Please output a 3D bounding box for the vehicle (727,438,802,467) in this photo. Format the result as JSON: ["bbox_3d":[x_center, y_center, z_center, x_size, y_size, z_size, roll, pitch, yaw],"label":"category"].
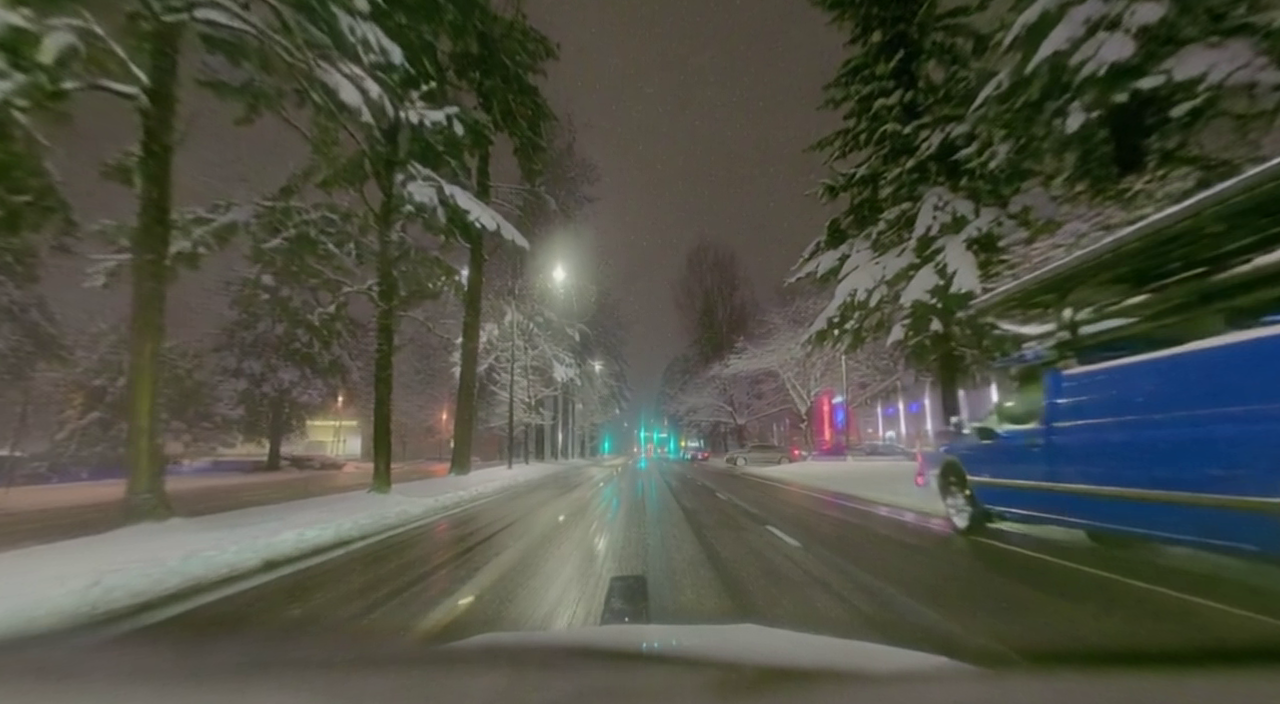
[{"bbox_3d":[9.687,7.801,48.999,5.329,2.114,2.325,-3,-9,19],"label":"vehicle"}]

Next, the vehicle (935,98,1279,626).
[{"bbox_3d":[6.493,0.035,4.603,3.145,4.015,10.939,0,-9,-1],"label":"vehicle"}]

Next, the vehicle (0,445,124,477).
[{"bbox_3d":[-32.177,6.041,35.108,4.796,1.581,2.278,-2,-9,-1],"label":"vehicle"}]
